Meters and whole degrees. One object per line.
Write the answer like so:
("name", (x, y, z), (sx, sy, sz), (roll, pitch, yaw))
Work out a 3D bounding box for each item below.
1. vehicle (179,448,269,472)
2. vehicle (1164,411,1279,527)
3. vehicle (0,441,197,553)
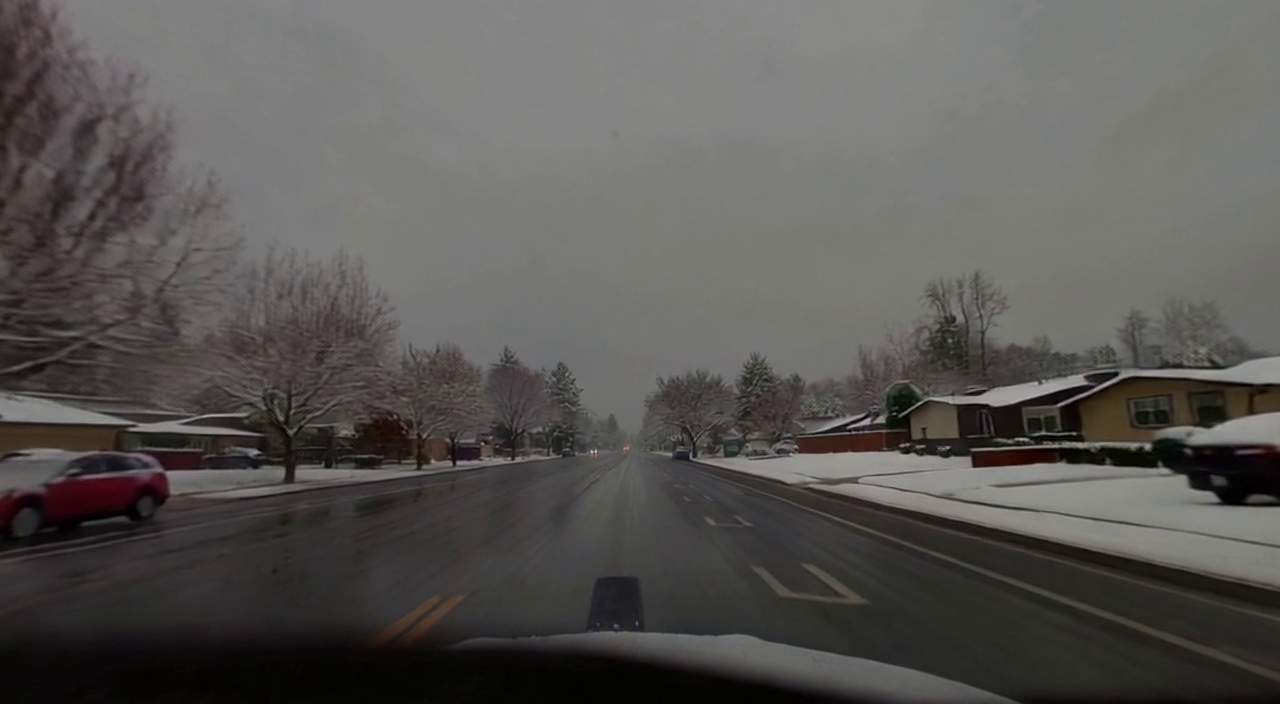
("vehicle", (-27.865, 7.225, 42.395), (4.551, 1.556, 2.061), (0, -9, -1))
("vehicle", (12.337, 1.947, 11.263), (4.194, 1.850, 1.951), (-2, -8, -3))
("vehicle", (-12.121, 2.876, 13.364), (2.105, 1.930, 4.541), (0, -9, 0))
